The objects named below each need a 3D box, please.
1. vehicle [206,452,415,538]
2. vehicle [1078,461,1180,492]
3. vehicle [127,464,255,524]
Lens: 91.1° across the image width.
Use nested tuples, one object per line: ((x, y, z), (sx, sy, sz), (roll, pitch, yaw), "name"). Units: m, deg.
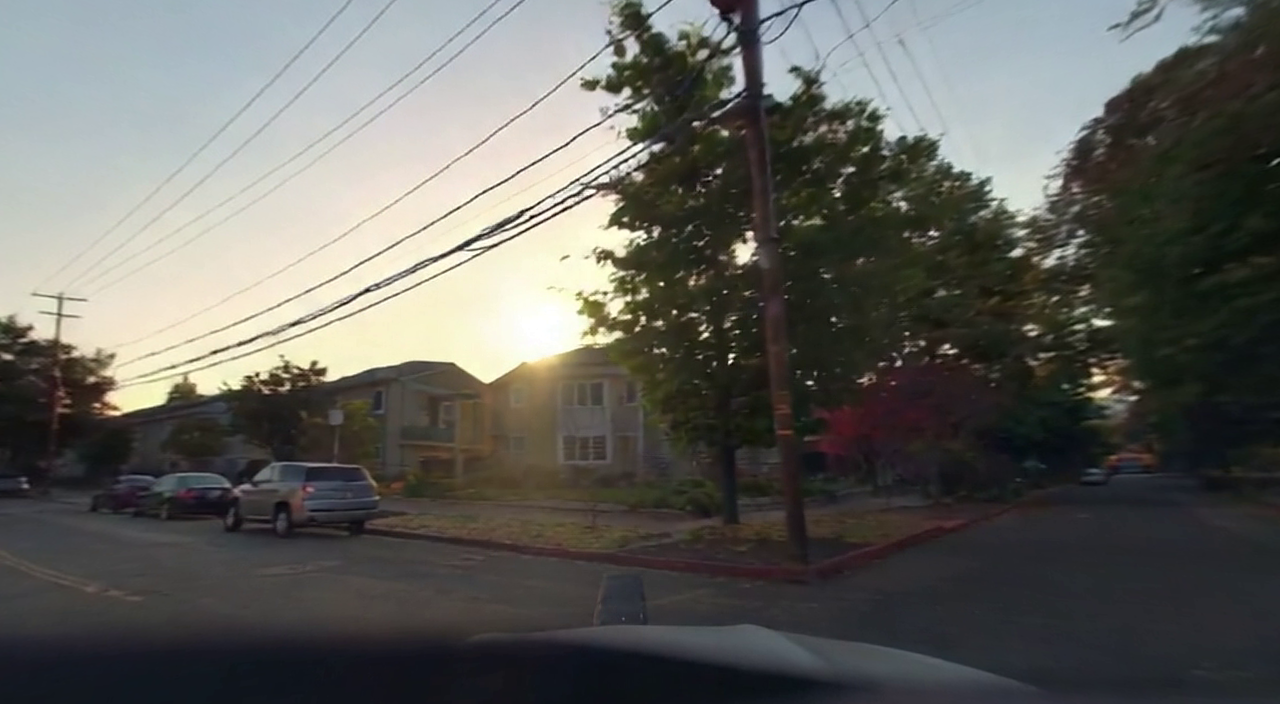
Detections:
((-7.808, 3.263, 14.689), (5.170, 1.626, 2.272), (-9, -14, 37), "vehicle")
((29.918, 7.586, 38.531), (4.700, 1.677, 1.927), (-6, -10, 37), "vehicle")
((-14.056, 4.332, 19.577), (4.652, 1.494, 1.868), (-6, -10, 37), "vehicle")
